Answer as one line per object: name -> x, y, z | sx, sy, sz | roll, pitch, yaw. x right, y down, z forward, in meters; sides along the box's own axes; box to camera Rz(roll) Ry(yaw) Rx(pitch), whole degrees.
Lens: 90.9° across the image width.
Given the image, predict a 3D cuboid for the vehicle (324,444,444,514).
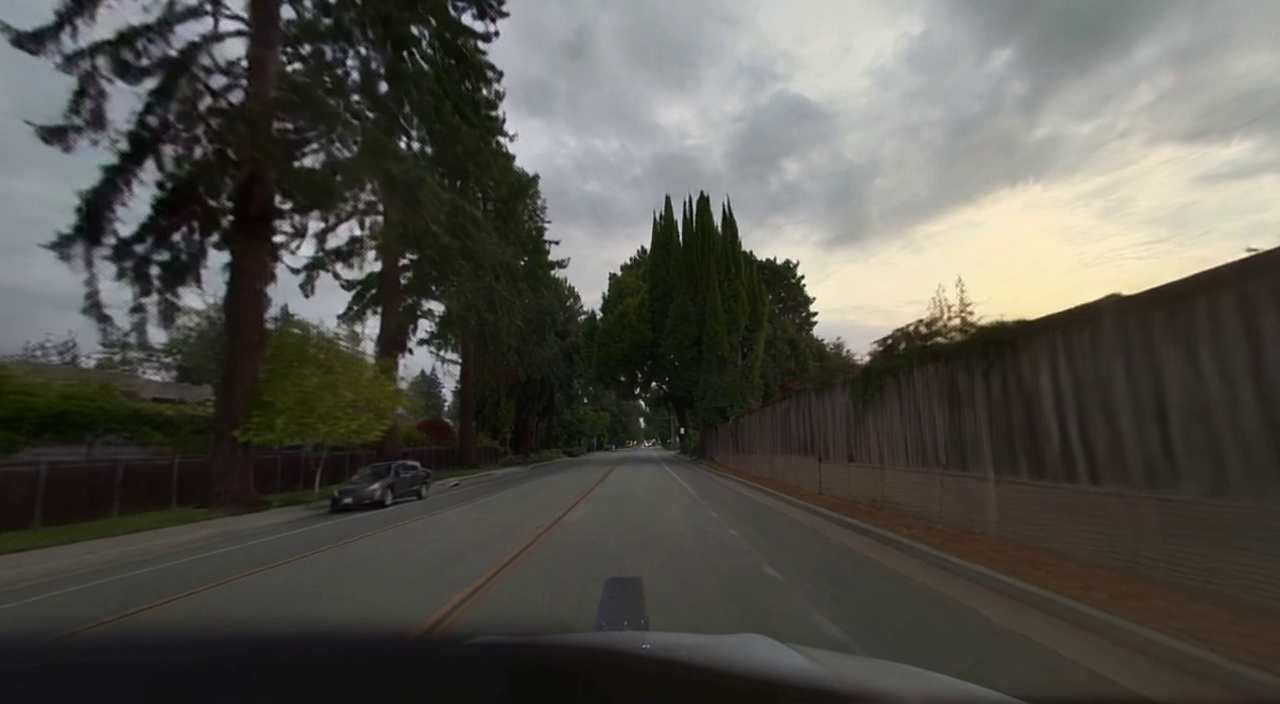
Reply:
vehicle -> -7.701, 3.801, 19.408 | 1.945, 1.760, 4.021 | -3, -8, 2
